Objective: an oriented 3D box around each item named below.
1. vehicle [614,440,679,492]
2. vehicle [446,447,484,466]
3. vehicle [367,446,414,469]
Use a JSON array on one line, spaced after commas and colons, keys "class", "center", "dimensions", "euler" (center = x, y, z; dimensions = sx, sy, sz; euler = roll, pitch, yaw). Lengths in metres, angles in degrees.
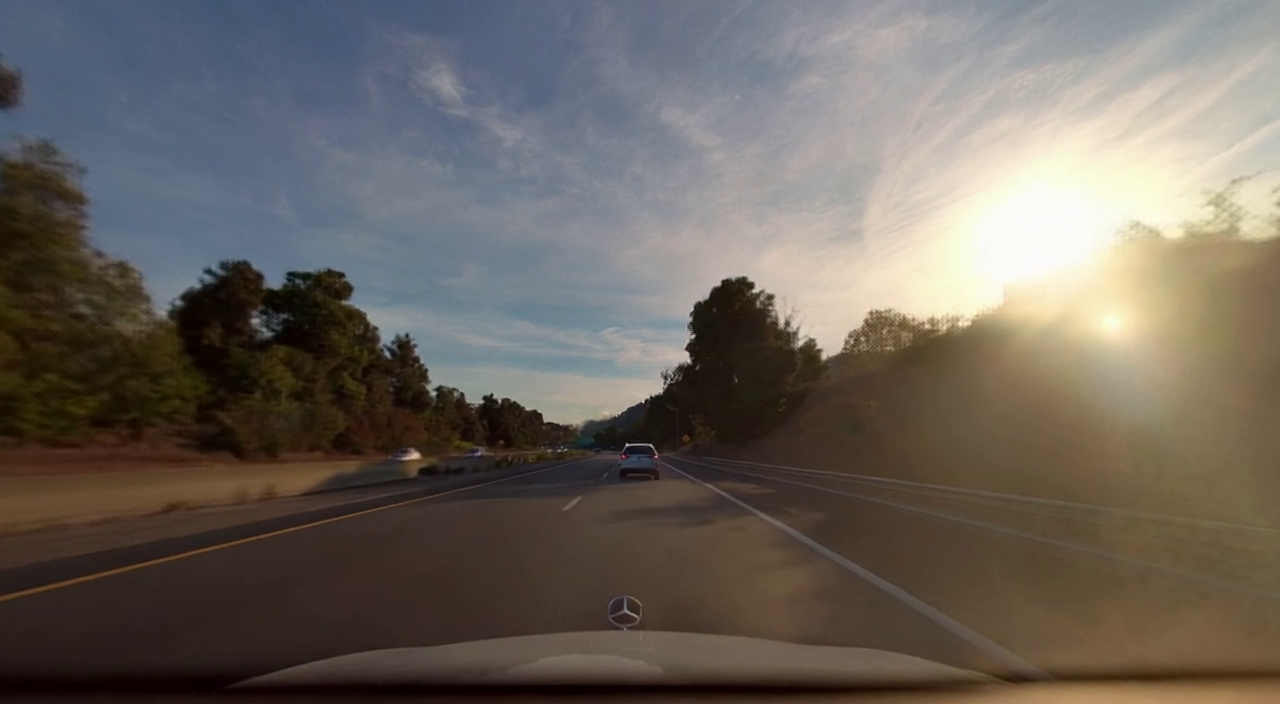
[{"class": "vehicle", "center": [0.239, 4.101, 23.072], "dimensions": [2.135, 1.686, 4.517], "euler": [0, -9, 0]}, {"class": "vehicle", "center": [-13.764, 8.239, 49.862], "dimensions": [1.875, 1.457, 3.773], "euler": [0, -9, 1]}, {"class": "vehicle", "center": [-17.378, 7.357, 44.110], "dimensions": [1.727, 1.481, 3.726], "euler": [0, -9, 0]}]
